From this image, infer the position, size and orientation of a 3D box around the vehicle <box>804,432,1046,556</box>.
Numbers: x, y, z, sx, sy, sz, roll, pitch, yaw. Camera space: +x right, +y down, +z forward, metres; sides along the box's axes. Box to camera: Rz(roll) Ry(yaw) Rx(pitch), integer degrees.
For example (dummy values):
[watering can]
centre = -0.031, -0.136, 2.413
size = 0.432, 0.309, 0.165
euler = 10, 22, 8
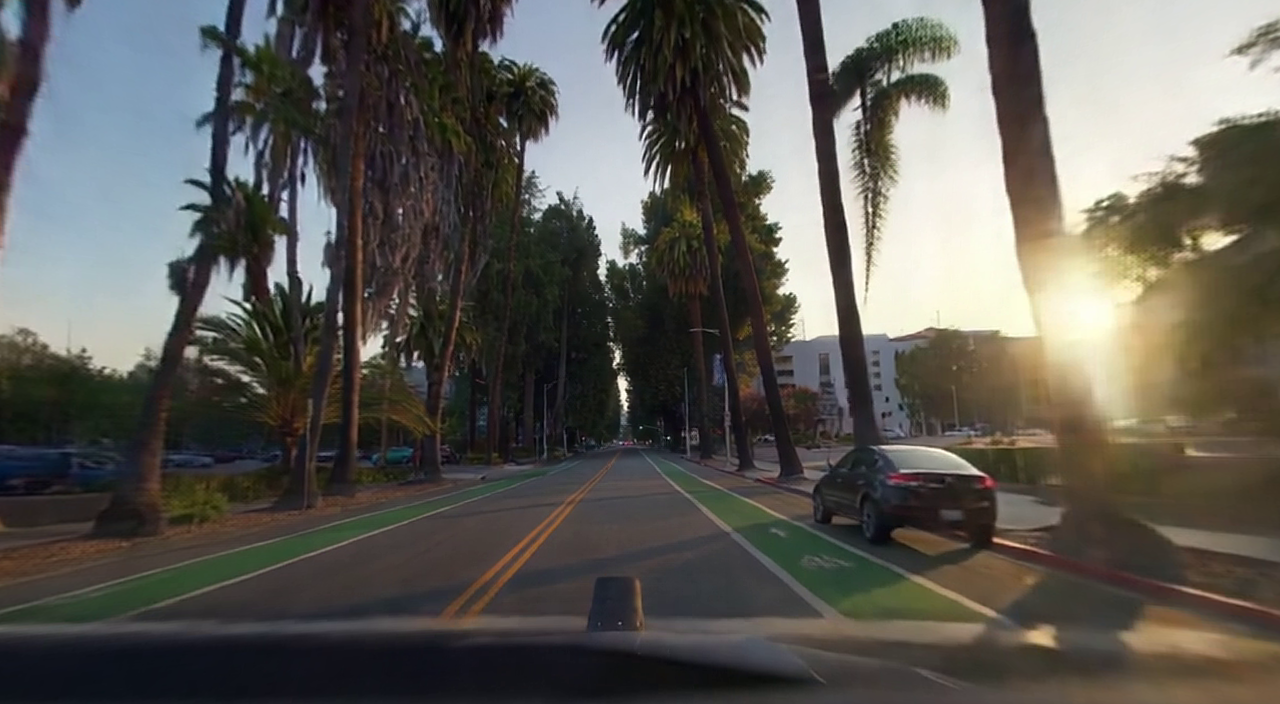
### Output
[vehicle]
centre = 4.449, 2.276, 10.846
size = 1.997, 1.640, 4.494
euler = 0, -9, -1
